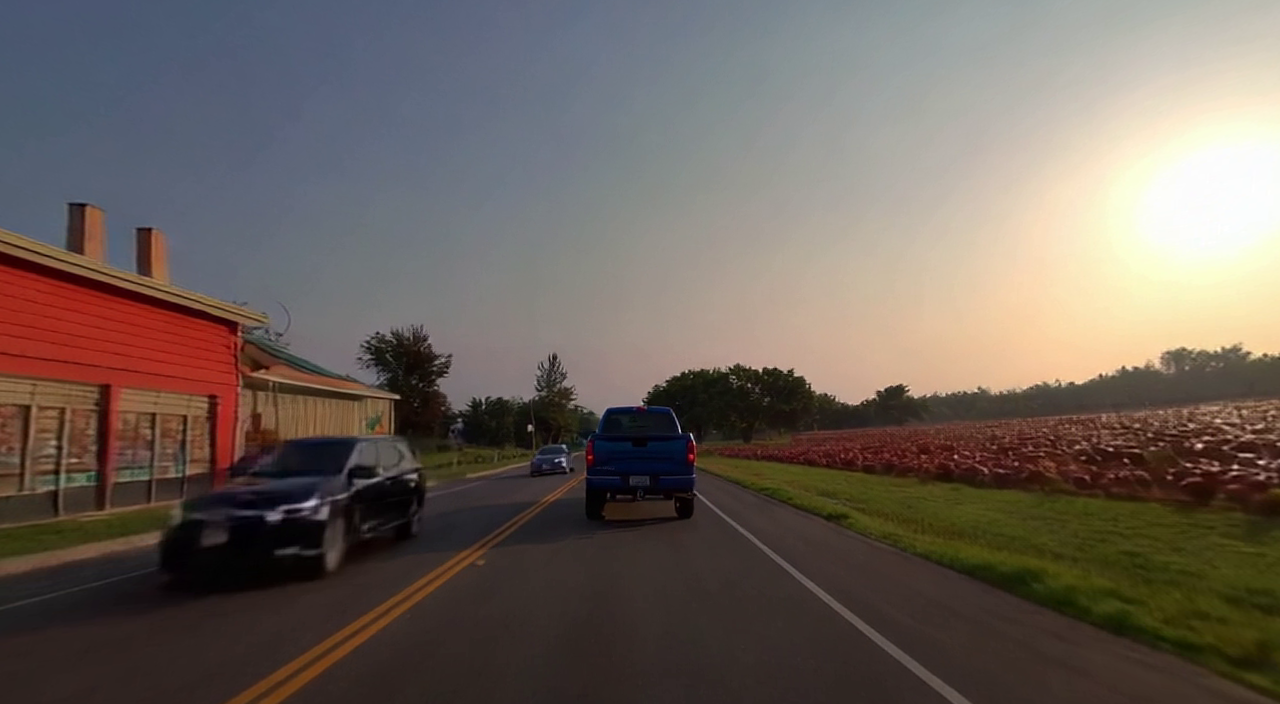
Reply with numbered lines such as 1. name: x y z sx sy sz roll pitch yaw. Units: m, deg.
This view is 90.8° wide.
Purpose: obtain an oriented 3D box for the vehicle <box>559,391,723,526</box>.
1. vehicle: -0.075 2.188 13.476 2.693 2.223 5.885 0 -8 -2

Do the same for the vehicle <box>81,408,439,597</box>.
1. vehicle: -4.324 1.756 8.260 2.081 1.681 4.325 -3 -8 -1
